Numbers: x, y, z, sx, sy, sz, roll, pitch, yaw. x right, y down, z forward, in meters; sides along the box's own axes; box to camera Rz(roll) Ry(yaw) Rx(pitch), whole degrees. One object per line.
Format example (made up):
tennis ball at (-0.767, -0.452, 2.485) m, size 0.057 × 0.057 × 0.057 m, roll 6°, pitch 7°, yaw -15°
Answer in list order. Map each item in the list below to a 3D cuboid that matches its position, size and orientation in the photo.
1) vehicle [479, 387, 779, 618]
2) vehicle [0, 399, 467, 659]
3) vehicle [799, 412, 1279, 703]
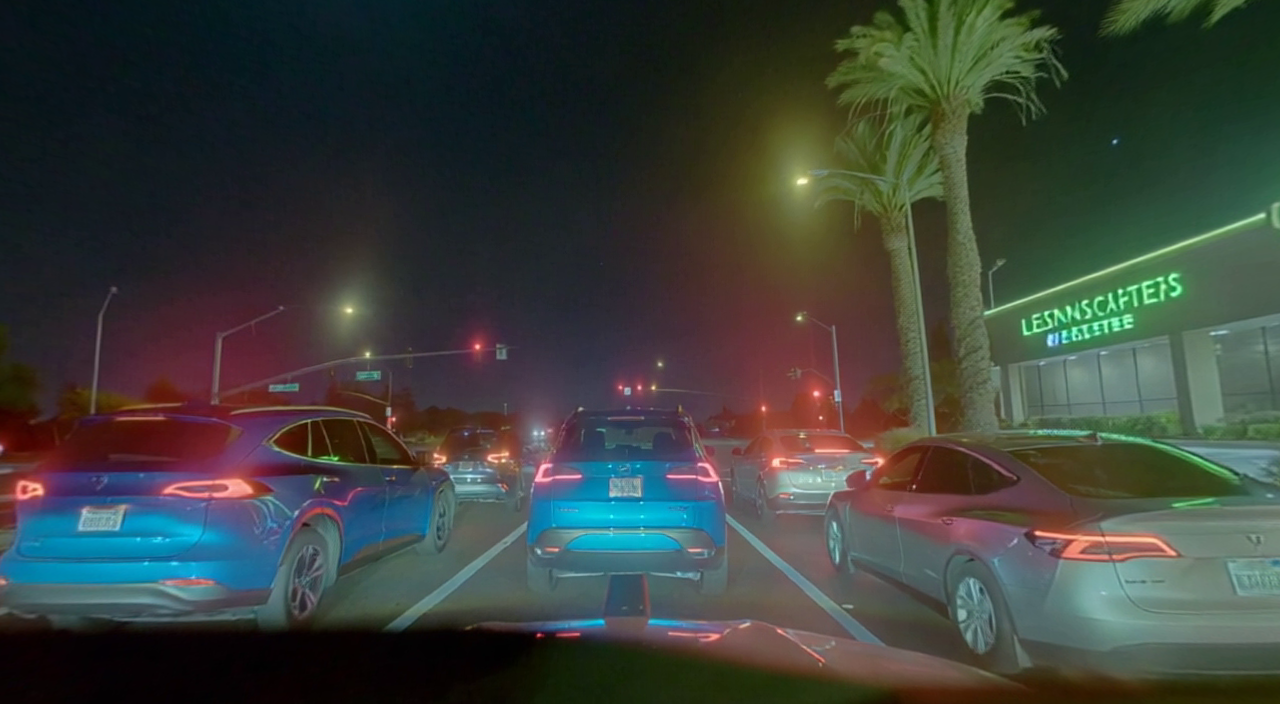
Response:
vehicle at (-0.139, 1.465, 7.070) m, size 2.280 × 1.747 × 4.361 m, roll 0°, pitch -8°, yaw -2°
vehicle at (-3.352, 1.385, 6.053) m, size 2.014 × 1.534 × 4.455 m, roll 0°, pitch -8°, yaw 1°
vehicle at (2.968, 1.370, 5.257) m, size 2.017 × 1.491 × 4.611 m, roll 0°, pitch -8°, yaw -1°
